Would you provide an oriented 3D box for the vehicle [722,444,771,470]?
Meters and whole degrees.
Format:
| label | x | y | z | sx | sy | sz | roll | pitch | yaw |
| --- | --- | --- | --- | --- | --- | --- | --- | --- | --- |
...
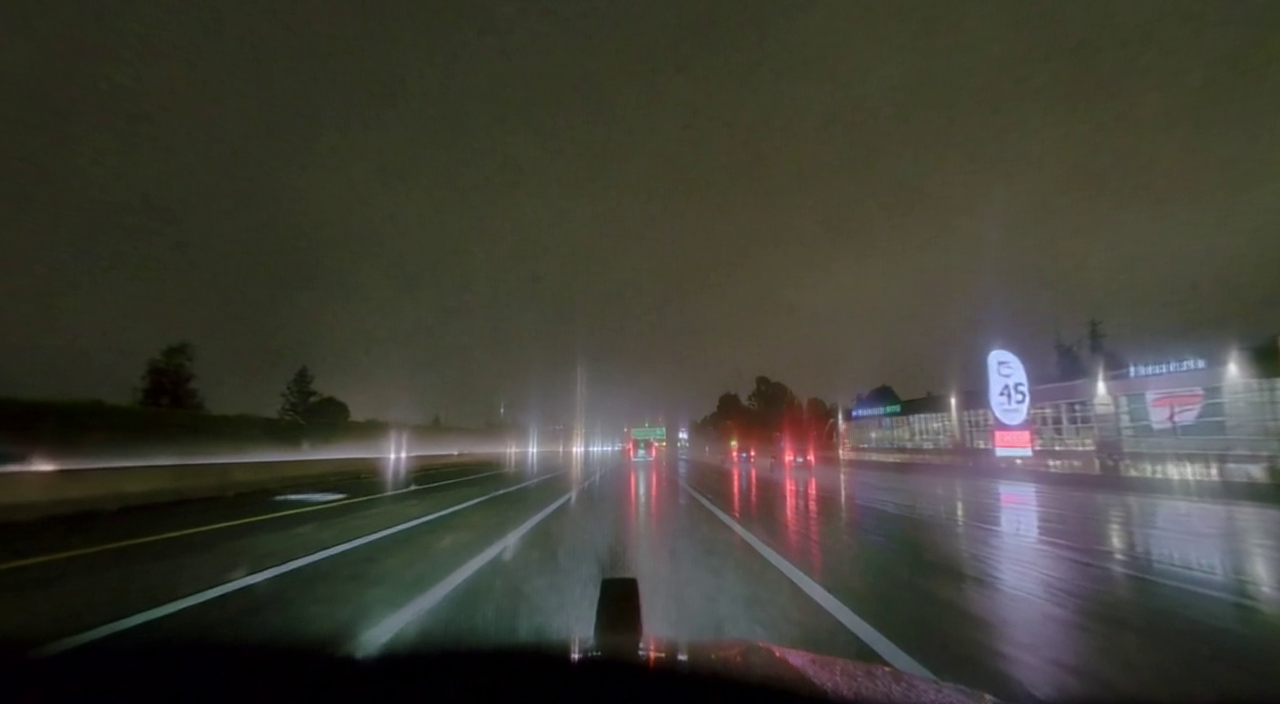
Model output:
| label | x | y | z | sx | sy | sz | roll | pitch | yaw |
| --- | --- | --- | --- | --- | --- | --- | --- | --- | --- |
| vehicle | 6.240 | 6.199 | 37.526 | 1.976 | 1.477 | 4.448 | 0 | -8 | -2 |

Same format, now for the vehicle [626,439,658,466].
| label | x | y | z | sx | sy | sz | roll | pitch | yaw |
| --- | --- | --- | --- | --- | --- | --- | --- | --- | --- |
| vehicle | 0.075 | 7.122 | 44.852 | 2.154 | 1.786 | 5.045 | 0 | -8 | -2 |

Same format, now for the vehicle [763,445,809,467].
| label | x | y | z | sx | sy | sz | roll | pitch | yaw |
| --- | --- | --- | --- | --- | --- | --- | --- | --- | --- |
| vehicle | 10.102 | 7.212 | 44.036 | 1.953 | 1.473 | 4.512 | 0 | -8 | -2 |
